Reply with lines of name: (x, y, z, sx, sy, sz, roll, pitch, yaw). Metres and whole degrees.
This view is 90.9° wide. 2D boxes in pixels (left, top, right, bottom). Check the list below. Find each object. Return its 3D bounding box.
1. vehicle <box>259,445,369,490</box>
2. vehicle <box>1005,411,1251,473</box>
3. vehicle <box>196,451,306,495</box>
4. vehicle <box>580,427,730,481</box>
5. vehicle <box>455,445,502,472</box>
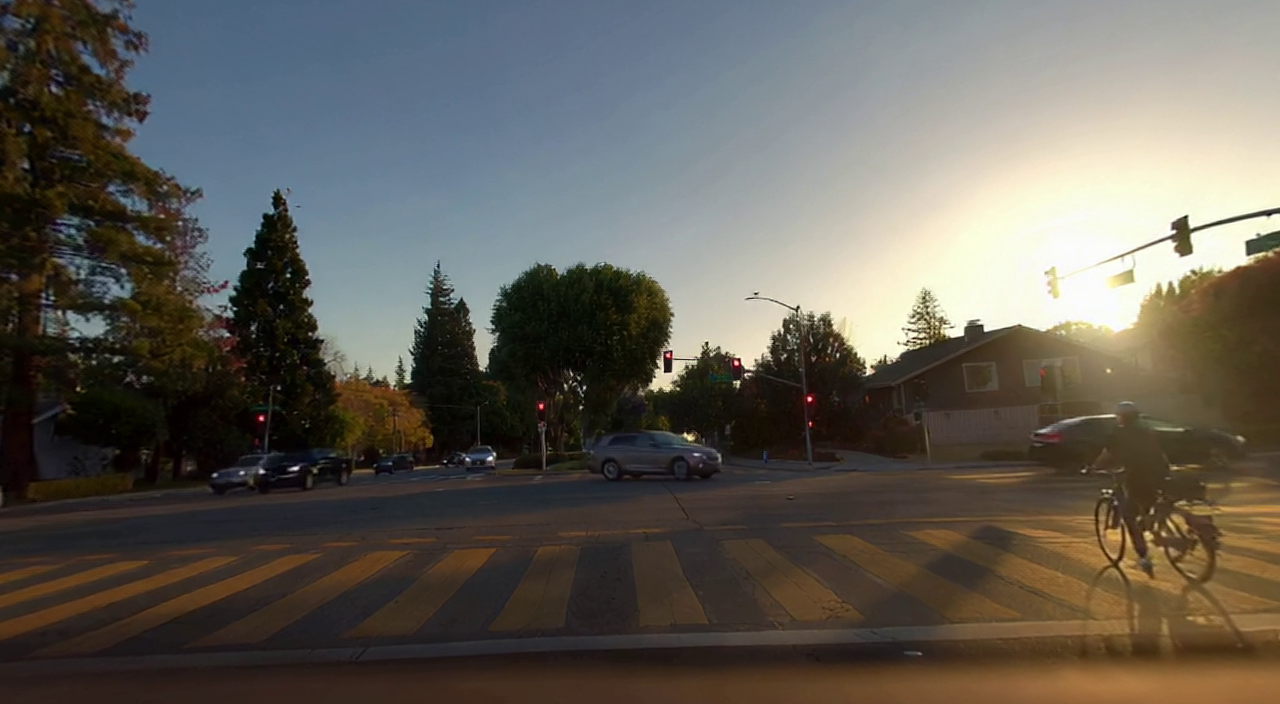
vehicle: (-14.164, 5.012, 27.795, 2.093, 1.769, 4.971, 0, -9, 1)
vehicle: (13.828, 2.608, 18.174, 5.217, 1.673, 2.006, -1, -9, 5)
vehicle: (-17.426, 5.402, 28.570, 2.006, 1.735, 4.591, 0, -9, 1)
vehicle: (0.433, 3.685, 22.854, 5.188, 1.731, 2.191, -7, -11, 40)
vehicle: (-9.719, 6.412, 38.276, 2.017, 1.496, 4.749, 0, -9, -5)
